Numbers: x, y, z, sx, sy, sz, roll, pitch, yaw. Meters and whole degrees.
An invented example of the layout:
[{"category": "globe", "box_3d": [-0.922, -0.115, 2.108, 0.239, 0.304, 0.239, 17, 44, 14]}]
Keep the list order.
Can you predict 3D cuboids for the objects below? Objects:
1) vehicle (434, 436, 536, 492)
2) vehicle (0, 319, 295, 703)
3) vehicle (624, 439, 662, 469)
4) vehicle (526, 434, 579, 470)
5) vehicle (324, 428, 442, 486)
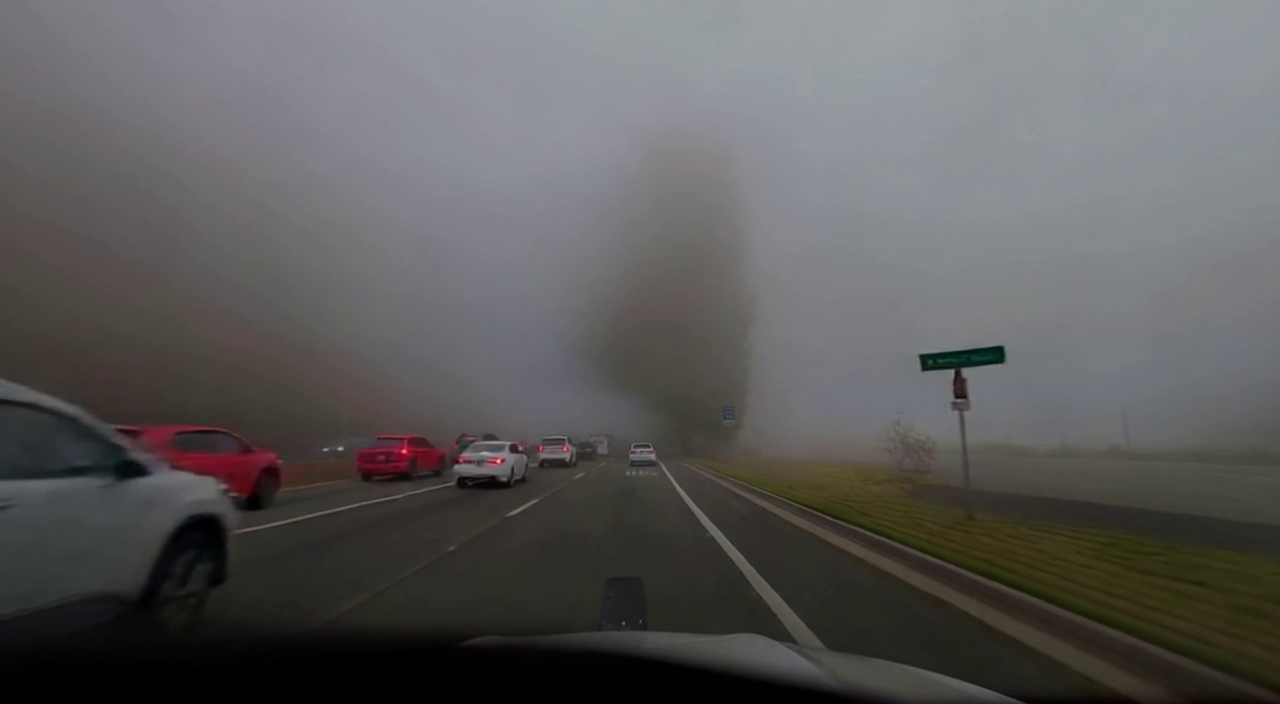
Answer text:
[{"category": "vehicle", "box_3d": [-4.520, 3.317, 19.084, 2.068, 1.480, 4.039, 0, -8, 0]}, {"category": "vehicle", "box_3d": [-4.013, 0.754, 2.585, 2.242, 1.852, 5.201, 0, -8, 0]}, {"category": "vehicle", "box_3d": [0.157, 5.362, 33.204, 1.875, 1.453, 3.888, 0, -8, 0]}, {"category": "vehicle", "box_3d": [-4.480, 5.215, 33.099, 2.042, 1.713, 4.493, -1, -8, 2]}, {"category": "vehicle", "box_3d": [-8.369, 3.456, 21.055, 1.959, 1.668, 4.557, 0, -8, 1]}]
